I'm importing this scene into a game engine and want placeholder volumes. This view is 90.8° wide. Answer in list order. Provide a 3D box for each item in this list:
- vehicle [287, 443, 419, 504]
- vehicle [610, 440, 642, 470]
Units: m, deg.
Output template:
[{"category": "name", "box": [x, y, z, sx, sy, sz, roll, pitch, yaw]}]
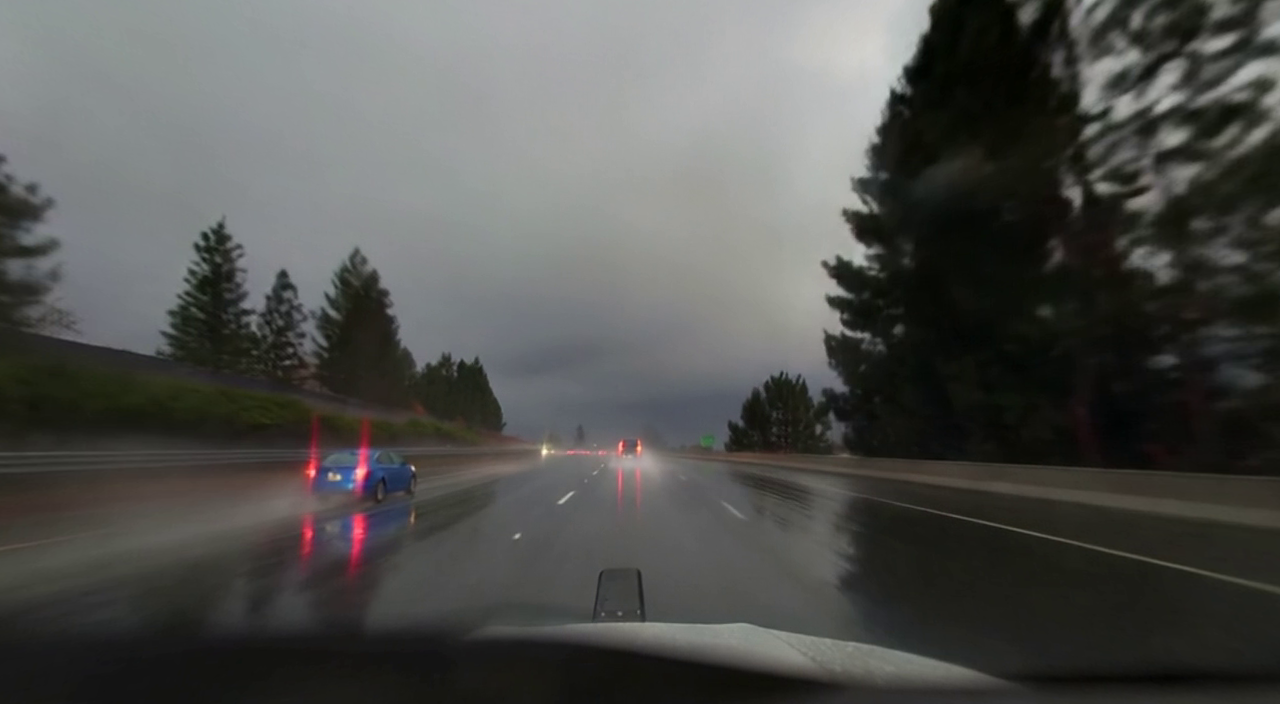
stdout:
[{"category": "vehicle", "box": [-7.750, 3.286, 17.536, 1.915, 1.479, 3.843, 0, -9, -1]}, {"category": "vehicle", "box": [-0.995, 6.882, 42.224, 1.990, 1.878, 4.079, 0, -9, -3]}]
